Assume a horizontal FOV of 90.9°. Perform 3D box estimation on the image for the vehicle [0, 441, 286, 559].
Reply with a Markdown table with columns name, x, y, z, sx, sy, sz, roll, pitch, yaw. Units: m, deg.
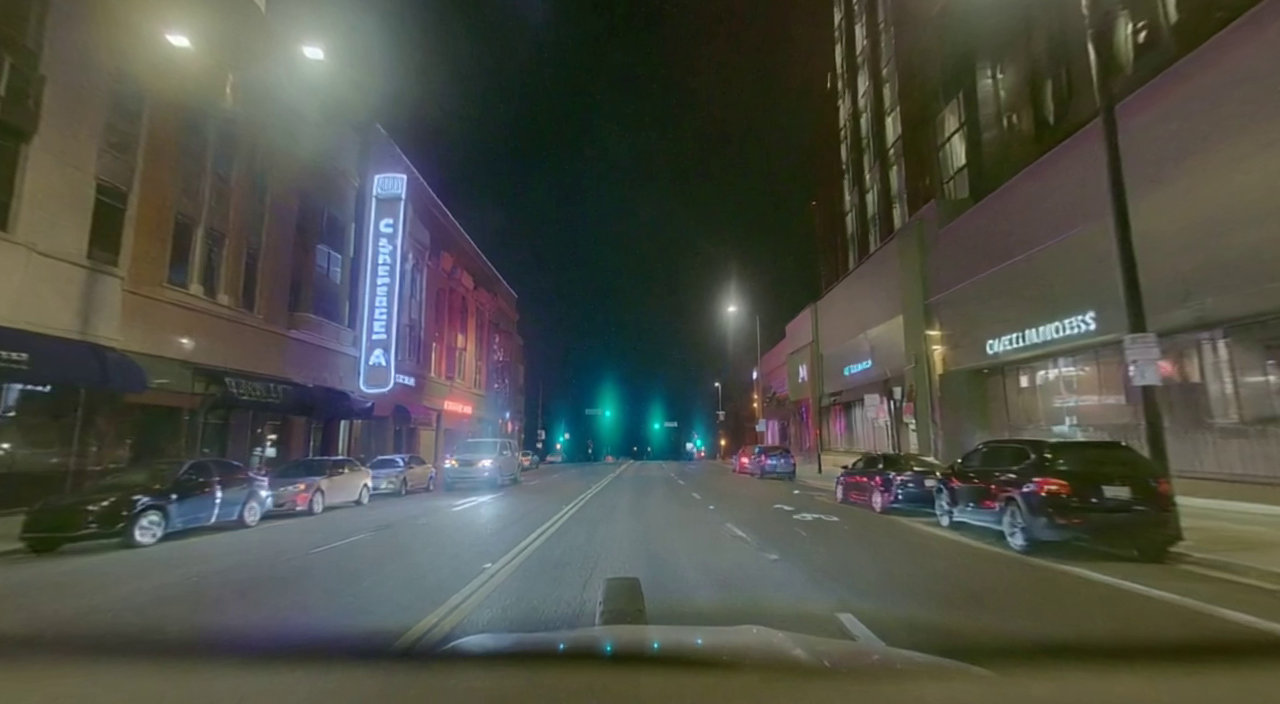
| name | x | y | z | sx | sy | sz | roll | pitch | yaw |
| --- | --- | --- | --- | --- | --- | --- | --- | --- | --- |
| vehicle | -8.995 | 2.721 | 12.023 | 1.916 | 1.738 | 4.451 | -1 | -11 | -1 |

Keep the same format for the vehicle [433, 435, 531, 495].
| name | x | y | z | sx | sy | sz | roll | pitch | yaw |
| --- | --- | --- | --- | --- | --- | --- | --- | --- | --- |
| vehicle | -5.569 | 4.054 | 23.088 | 2.203 | 1.937 | 5.133 | 0 | -8 | 1 |

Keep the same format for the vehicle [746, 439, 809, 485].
| name | x | y | z | sx | sy | sz | roll | pitch | yaw |
| --- | --- | --- | --- | --- | --- | --- | --- | --- | --- |
| vehicle | 6.158 | 4.958 | 28.764 | 1.922 | 1.871 | 4.477 | 0 | -8 | 1 |

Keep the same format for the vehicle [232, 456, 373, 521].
| name | x | y | z | sx | sy | sz | roll | pitch | yaw |
| --- | --- | --- | --- | --- | --- | --- | --- | --- | --- |
| vehicle | -8.964 | 3.647 | 17.138 | 1.783 | 1.512 | 3.678 | -1 | -11 | -1 |

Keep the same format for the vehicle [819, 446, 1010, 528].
| name | x | y | z | sx | sy | sz | roll | pitch | yaw |
| --- | --- | --- | --- | --- | --- | --- | --- | --- | --- |
| vehicle | 5.747 | 2.842 | 14.007 | 2.032 | 1.466 | 4.660 | 0 | -8 | -2 |

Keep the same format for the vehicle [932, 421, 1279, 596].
| name | x | y | z | sx | sy | sz | roll | pitch | yaw |
| --- | --- | --- | --- | --- | --- | --- | --- | --- | --- |
| vehicle | 5.827 | 1.859 | 8.415 | 1.864 | 1.699 | 4.317 | 0 | -8 | 2 |

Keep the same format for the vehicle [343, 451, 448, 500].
| name | x | y | z | sx | sy | sz | roll | pitch | yaw |
| --- | --- | --- | --- | --- | --- | --- | --- | --- | --- |
| vehicle | -8.716 | 4.479 | 22.972 | 1.905 | 1.576 | 4.566 | -1 | -11 | 1 |
